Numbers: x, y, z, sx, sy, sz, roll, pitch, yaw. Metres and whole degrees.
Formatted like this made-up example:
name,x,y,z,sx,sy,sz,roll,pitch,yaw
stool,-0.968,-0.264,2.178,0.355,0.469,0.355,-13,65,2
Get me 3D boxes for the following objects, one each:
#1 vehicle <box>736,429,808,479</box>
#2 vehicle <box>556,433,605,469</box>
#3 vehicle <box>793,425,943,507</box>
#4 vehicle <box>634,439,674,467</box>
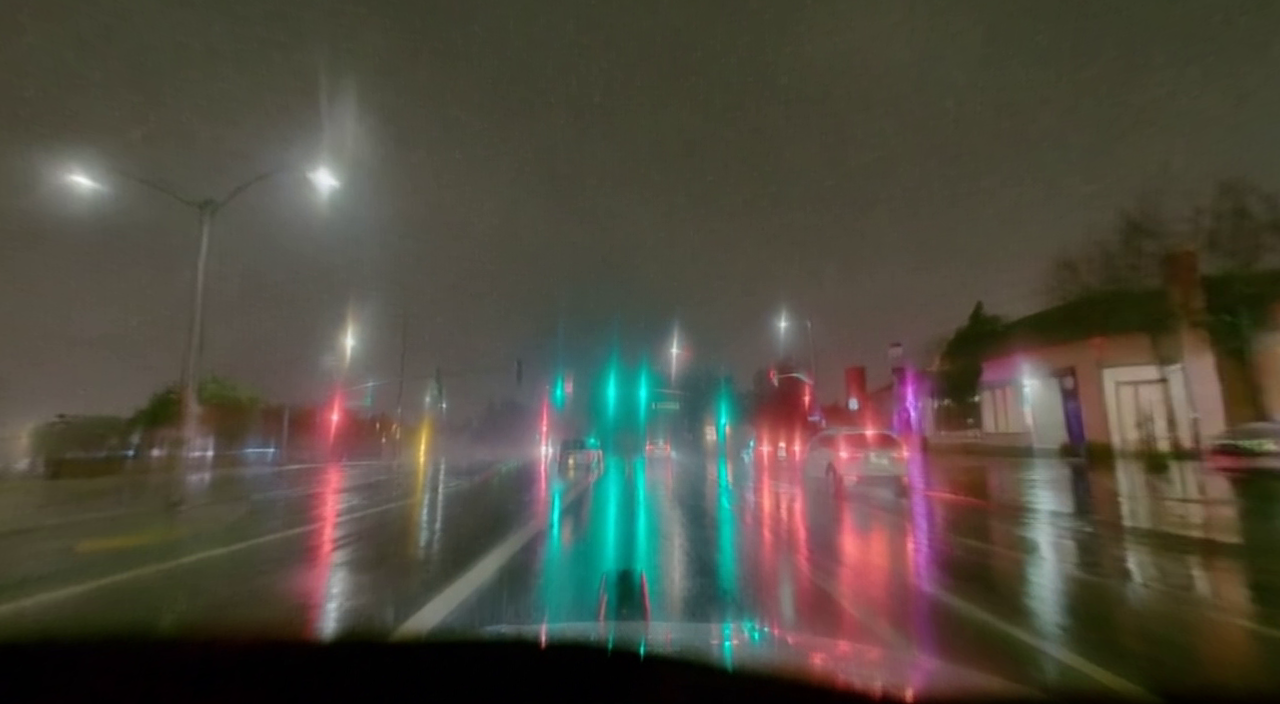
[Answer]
name,x,y,z,sx,sy,sz,roll,pitch,yaw
vehicle,5.809,4.495,28.365,2.112,1.966,4.642,-1,-7,-1
vehicle,-3.067,5.260,33.506,2.150,1.779,4.423,0,-8,1
vehicle,5.616,2.820,16.360,2.069,1.776,4.797,0,-7,0
vehicle,0.719,5.602,35.061,2.075,1.480,3.920,0,-8,-1
